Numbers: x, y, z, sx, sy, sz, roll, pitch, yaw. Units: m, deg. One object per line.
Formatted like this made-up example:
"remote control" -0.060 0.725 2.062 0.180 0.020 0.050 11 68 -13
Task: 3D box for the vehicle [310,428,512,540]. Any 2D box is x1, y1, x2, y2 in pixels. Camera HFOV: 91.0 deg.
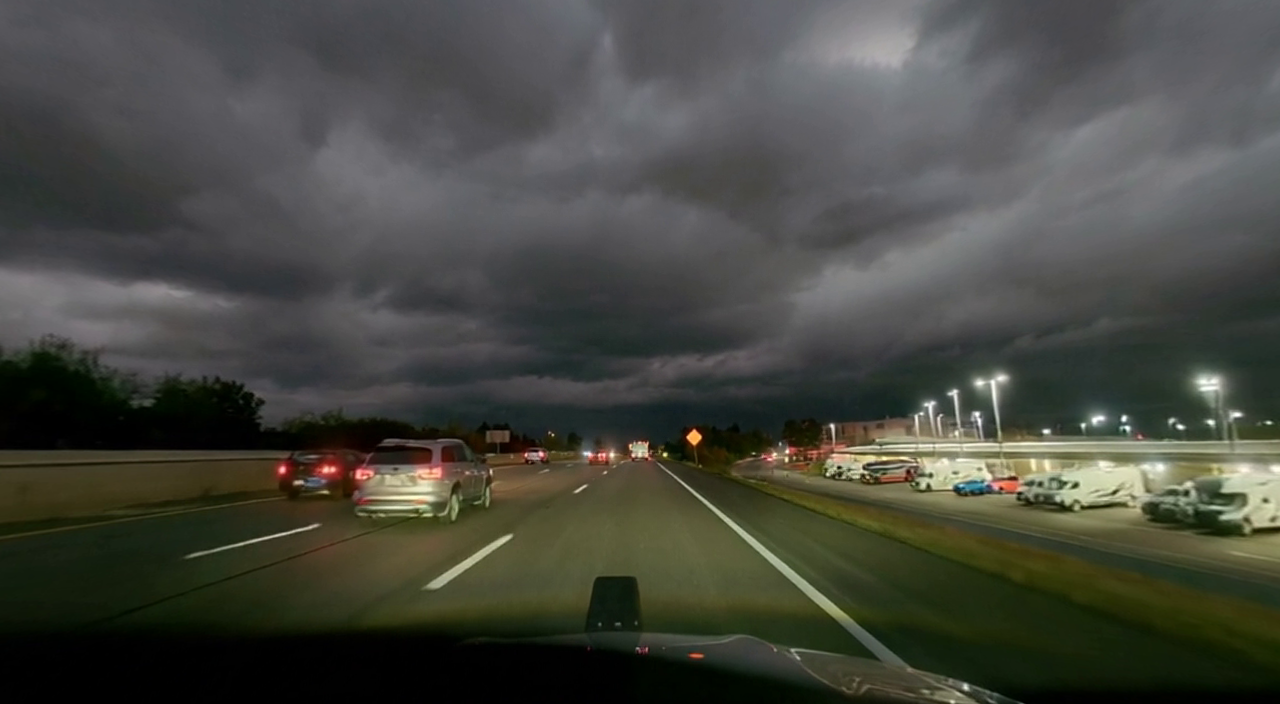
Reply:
"vehicle" -3.918 2.331 11.735 2.070 1.665 4.213 0 -9 1

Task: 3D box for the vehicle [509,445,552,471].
"vehicle" -7.384 7.203 42.941 2.046 1.644 4.422 0 -9 2
